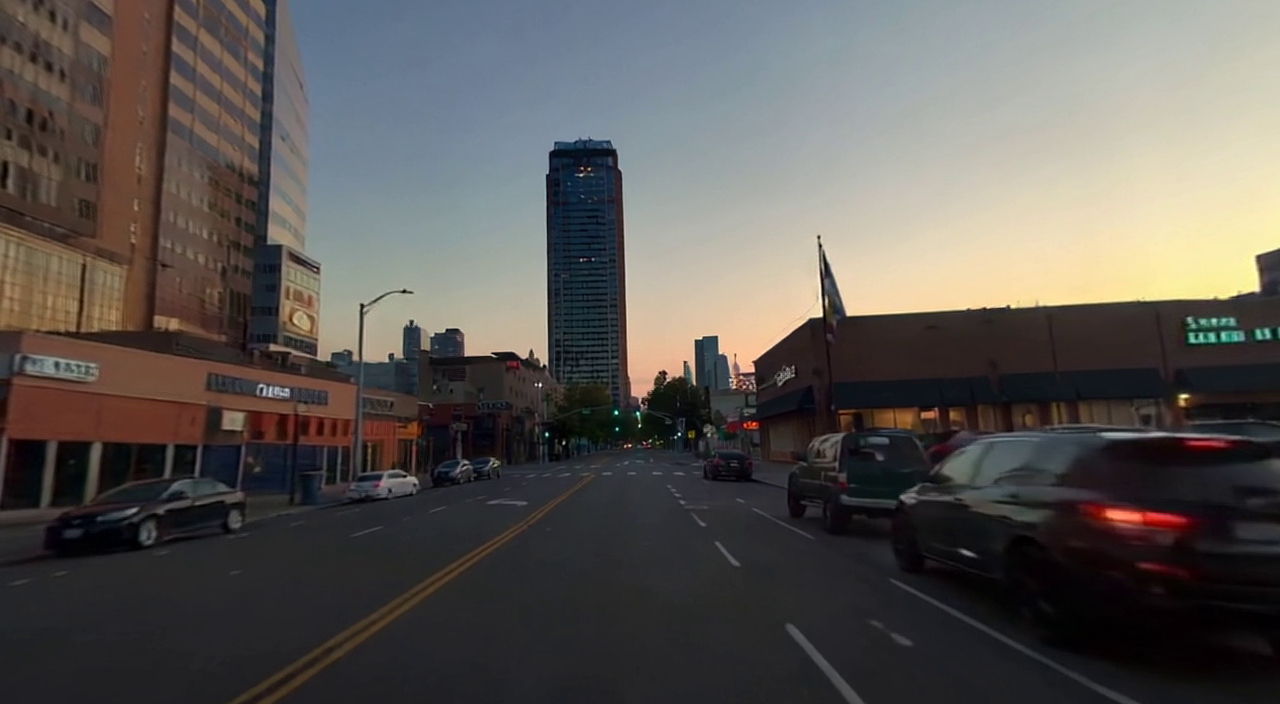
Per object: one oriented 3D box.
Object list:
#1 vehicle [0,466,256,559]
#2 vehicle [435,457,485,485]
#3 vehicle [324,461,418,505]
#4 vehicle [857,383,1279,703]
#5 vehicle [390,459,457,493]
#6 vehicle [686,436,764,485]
[{"bbox_3d":[-10.882,3.381,13.990,2.018,1.553,4.407,0,-8,-1],"label":"vehicle"},{"bbox_3d":[-10.797,7.159,38.174,1.748,1.478,4.413,0,-8,0],"label":"vehicle"},{"bbox_3d":[-10.863,5.295,25.916,1.861,1.473,4.633,0,-8,-1],"label":"vehicle"},{"bbox_3d":[3.854,1.421,5.800,2.118,1.779,5.121,-1,-9,3],"label":"vehicle"},{"bbox_3d":[-10.816,6.218,31.914,1.803,1.489,4.404,-1,-8,1],"label":"vehicle"},{"bbox_3d":[3.598,4.738,27.975,2.492,1.909,5.830,0,-8,-1],"label":"vehicle"}]
